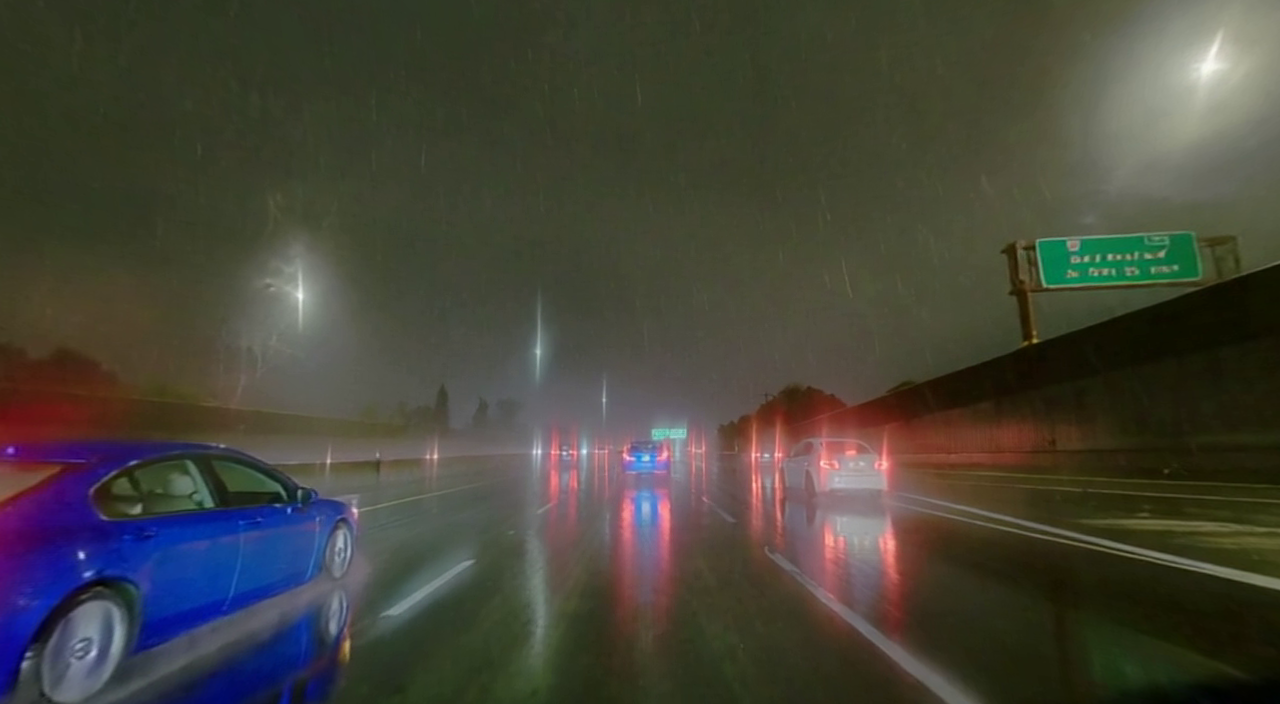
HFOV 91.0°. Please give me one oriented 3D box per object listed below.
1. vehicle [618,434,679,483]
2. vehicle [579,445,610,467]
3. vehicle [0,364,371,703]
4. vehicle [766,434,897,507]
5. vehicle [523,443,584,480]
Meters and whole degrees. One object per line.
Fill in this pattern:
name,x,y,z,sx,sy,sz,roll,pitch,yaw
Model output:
vehicle,0.314,4.141,24.695,2.202,1.748,4.158,0,-8,0
vehicle,-3.344,7.714,46.878,1.969,1.480,4.077,0,-9,1
vehicle,-3.900,1.093,4.217,2.160,1.639,4.431,0,-9,1
vehicle,4.882,3.073,16.803,2.055,1.656,4.370,0,-9,-1
vehicle,-3.756,4.838,28.113,2.031,1.491,4.145,0,-9,1
